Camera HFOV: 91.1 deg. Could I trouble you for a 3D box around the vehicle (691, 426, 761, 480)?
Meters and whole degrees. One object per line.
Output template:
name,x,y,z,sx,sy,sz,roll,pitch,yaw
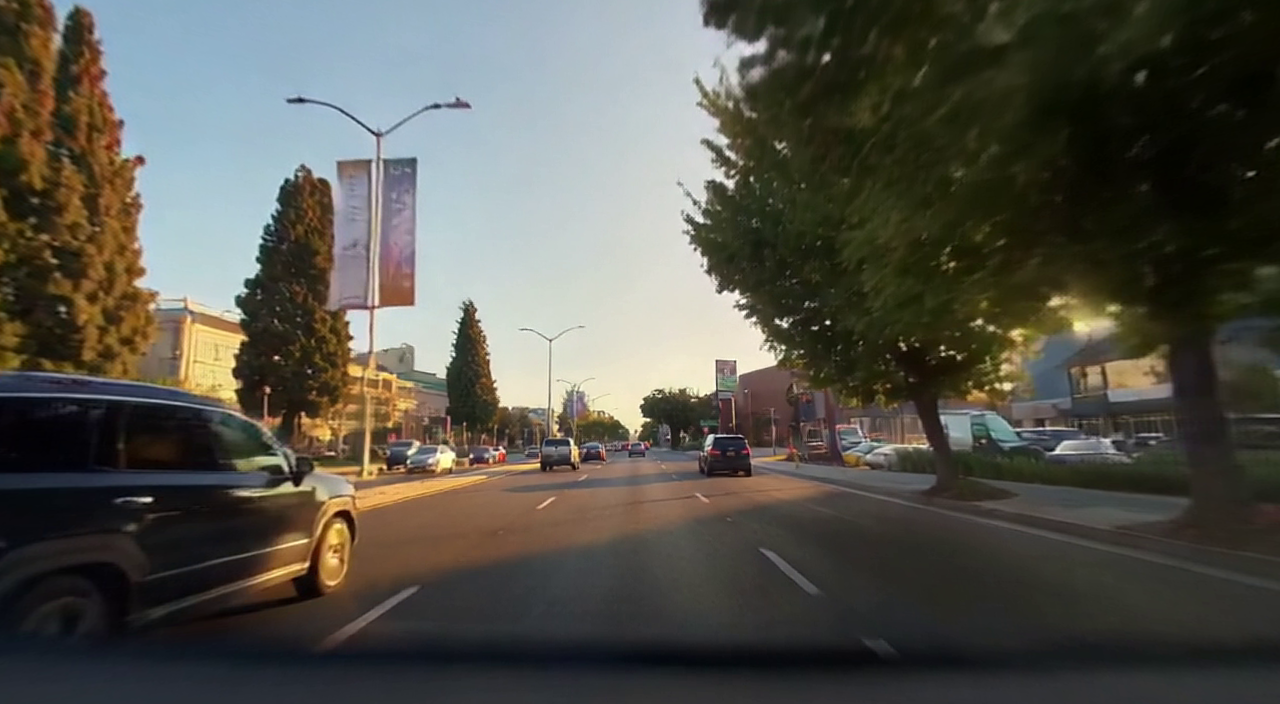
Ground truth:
vehicle,3.281,3.941,24.789,2.024,1.921,4.431,0,-8,-2

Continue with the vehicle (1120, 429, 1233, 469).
vehicle,26.945,4.877,31.619,3.820,1.818,1.962,-2,-8,-1

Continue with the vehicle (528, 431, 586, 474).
vehicle,-3.638,4.477,28.235,2.014,1.775,4.404,0,-8,0

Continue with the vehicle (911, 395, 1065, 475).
vehicle,15.852,3.972,29.406,2.919,3.125,7.218,2,-9,-1

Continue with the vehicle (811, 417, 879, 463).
vehicle,15.767,6.882,49.059,2.642,3.252,8.515,1,-8,1

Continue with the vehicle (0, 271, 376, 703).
vehicle,-3.599,0.797,3.423,2.210,1.925,4.838,0,-8,0
